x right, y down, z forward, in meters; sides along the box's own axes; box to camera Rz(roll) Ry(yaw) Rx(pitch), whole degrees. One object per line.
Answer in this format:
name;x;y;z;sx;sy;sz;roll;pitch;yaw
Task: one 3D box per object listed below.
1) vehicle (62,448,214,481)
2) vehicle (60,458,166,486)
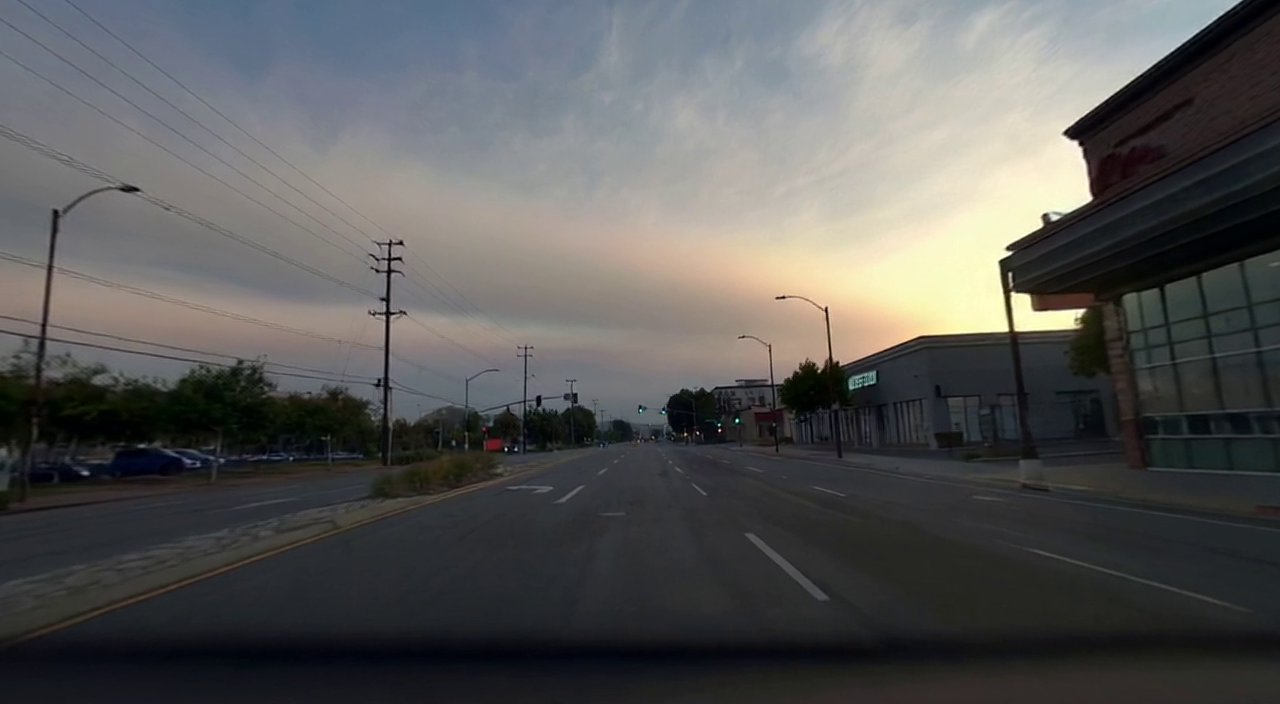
vehicle;-30.661;6.865;38.713;7.039;1.891;2.550;0;-8;-2
vehicle;-30.007;6.823;35.980;4.417;1.449;1.887;-1;-8;3
